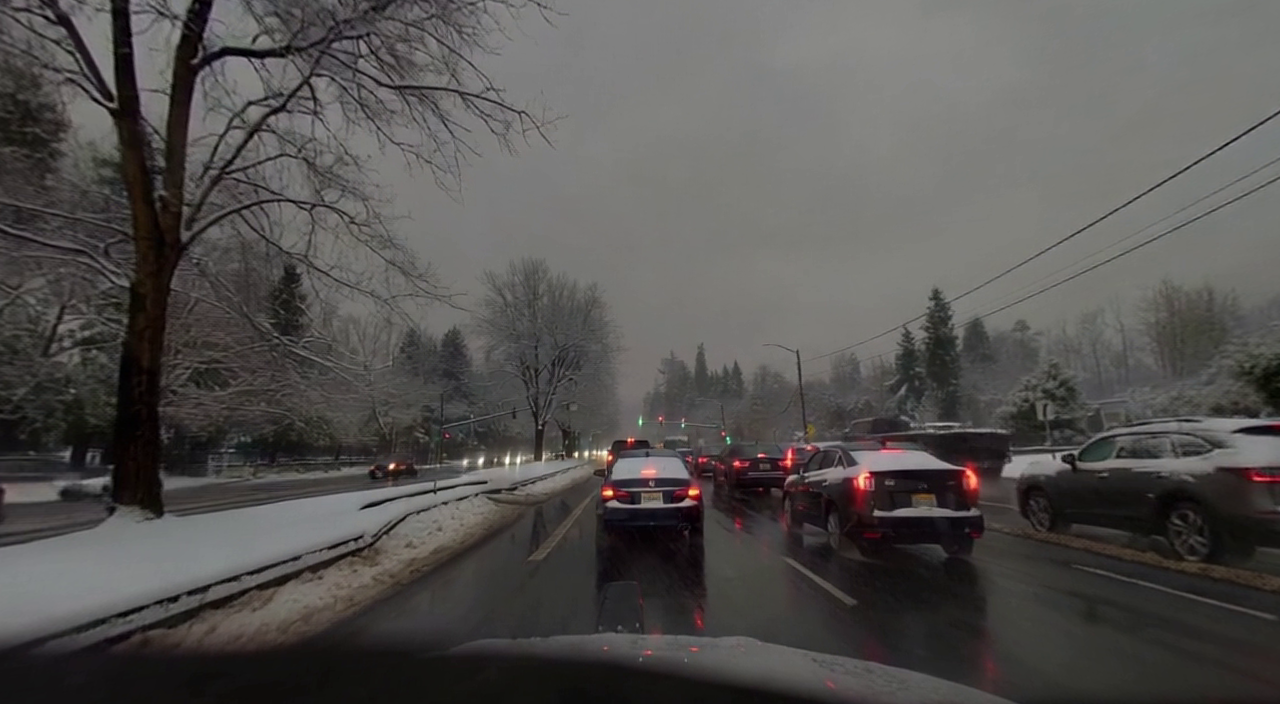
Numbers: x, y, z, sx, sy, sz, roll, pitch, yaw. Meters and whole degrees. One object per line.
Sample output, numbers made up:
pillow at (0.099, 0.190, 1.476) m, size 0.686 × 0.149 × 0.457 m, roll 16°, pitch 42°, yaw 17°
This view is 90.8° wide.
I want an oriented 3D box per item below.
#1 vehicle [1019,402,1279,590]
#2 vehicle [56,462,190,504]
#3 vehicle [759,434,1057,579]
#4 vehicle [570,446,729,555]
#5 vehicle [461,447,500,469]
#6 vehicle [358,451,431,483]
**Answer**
vehicle at (6.921, 1.594, 7.561) m, size 1.987 × 1.730 × 4.373 m, roll 0°, pitch -9°, yaw -1°
vehicle at (-21.521, 5.440, 26.602) m, size 1.815 × 1.449 × 4.616 m, roll 0°, pitch -9°, yaw -1°
vehicle at (3.190, 1.945, 8.942) m, size 1.970 × 1.445 × 4.974 m, roll 0°, pitch -9°, yaw -1°
vehicle at (0.093, 2.178, 10.009) m, size 1.990 × 1.347 × 4.067 m, roll 0°, pitch -9°, yaw -1°
vehicle at (-12.506, 8.327, 49.802) m, size 1.963 × 1.649 × 4.290 m, roll 0°, pitch -9°, yaw 0°
vehicle at (-12.358, 5.813, 32.160) m, size 1.943 × 1.467 × 4.442 m, roll 0°, pitch -9°, yaw 0°
